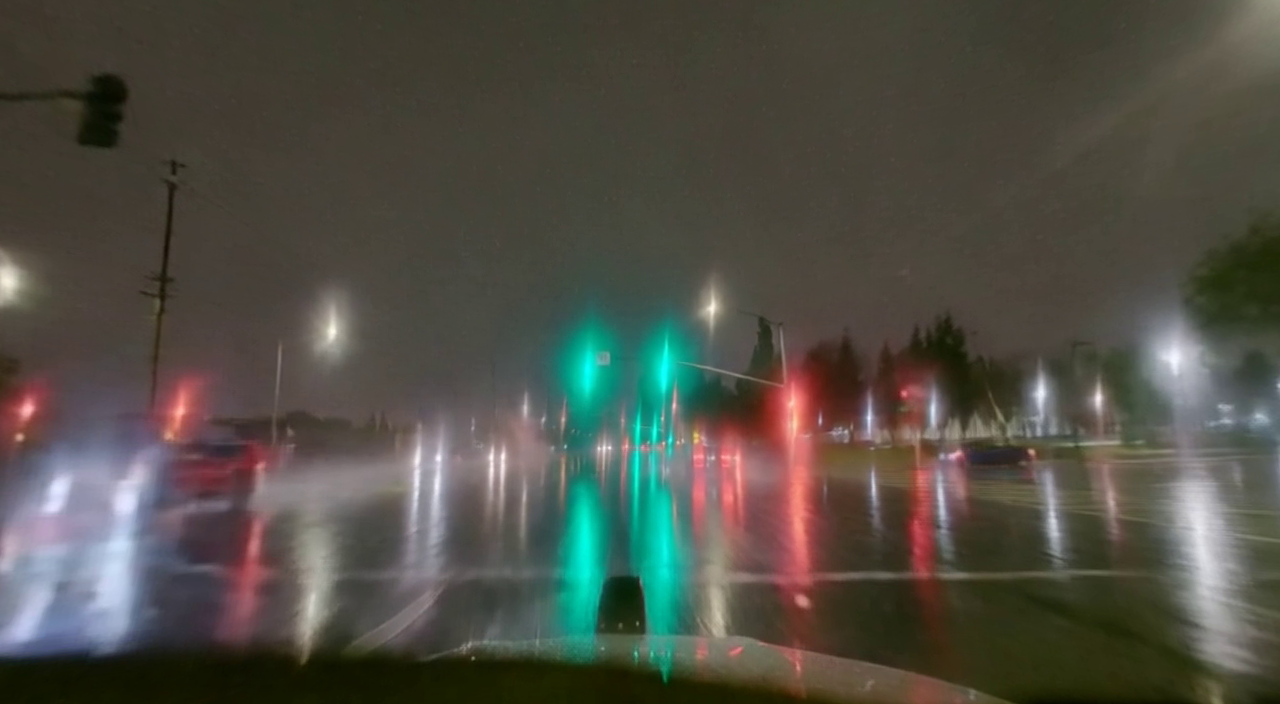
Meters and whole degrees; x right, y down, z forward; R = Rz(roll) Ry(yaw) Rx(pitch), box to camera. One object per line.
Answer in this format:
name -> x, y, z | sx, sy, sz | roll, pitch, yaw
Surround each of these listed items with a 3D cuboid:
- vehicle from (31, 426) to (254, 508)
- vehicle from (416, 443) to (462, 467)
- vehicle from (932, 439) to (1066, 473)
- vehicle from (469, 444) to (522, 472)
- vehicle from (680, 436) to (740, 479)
vehicle -> -12.263, 2.855, 16.095 | 1.951, 1.759, 4.518 | 0, -9, 0
vehicle -> -15.435, 7.934, 48.744 | 2.021, 1.786, 4.624 | 0, -9, 0
vehicle -> 16.422, 4.791, 29.142 | 4.839, 1.490, 2.134 | -1, -9, 5
vehicle -> -8.057, 5.942, 35.735 | 1.963, 1.472, 4.584 | 0, -9, 0
vehicle -> 3.034, 4.698, 28.351 | 2.069, 1.761, 4.610 | 0, -9, -1
